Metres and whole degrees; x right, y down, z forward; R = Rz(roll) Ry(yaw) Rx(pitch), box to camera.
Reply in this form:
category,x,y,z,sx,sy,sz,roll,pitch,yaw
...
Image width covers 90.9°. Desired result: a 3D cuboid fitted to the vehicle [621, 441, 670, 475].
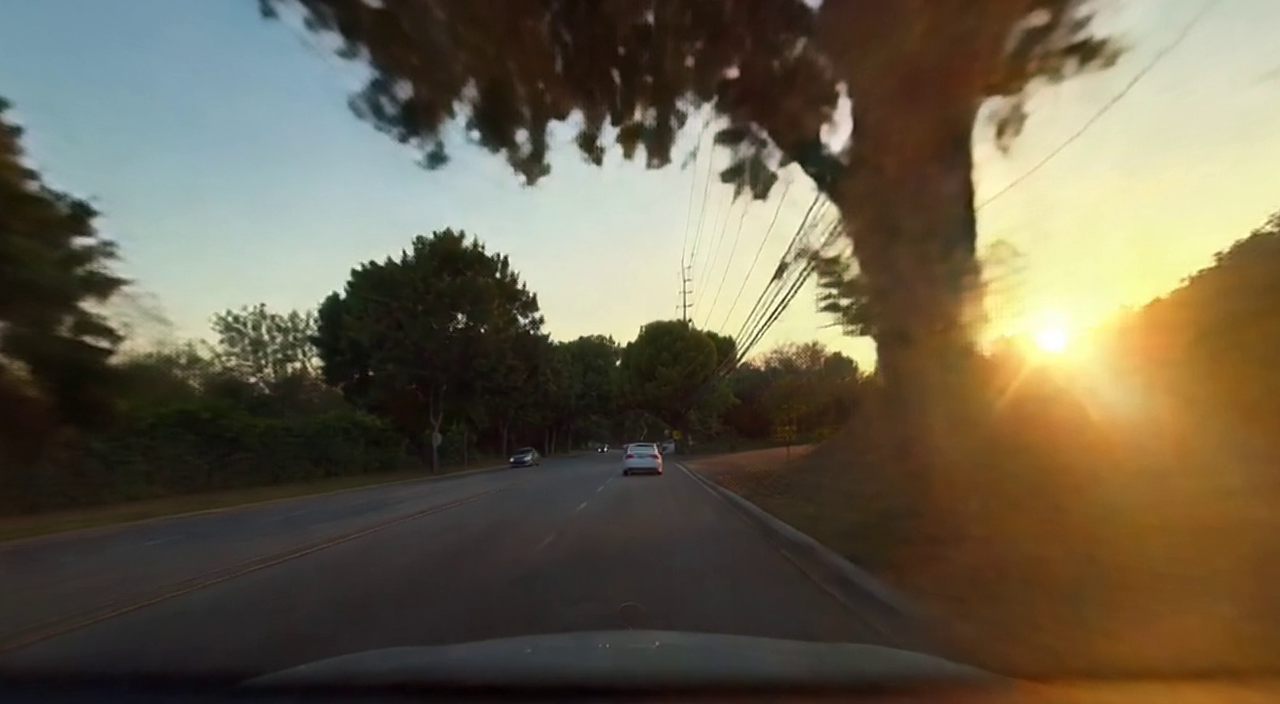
category,x,y,z,sx,sy,sz,roll,pitch,yaw
vehicle,0.281,4.963,29.656,2.153,1.461,4.374,0,-8,1

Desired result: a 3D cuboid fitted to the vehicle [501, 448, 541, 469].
category,x,y,z,sx,sy,sz,roll,pitch,yaw
vehicle,-8.851,7.931,47.107,2.061,1.516,4.121,0,-8,1
